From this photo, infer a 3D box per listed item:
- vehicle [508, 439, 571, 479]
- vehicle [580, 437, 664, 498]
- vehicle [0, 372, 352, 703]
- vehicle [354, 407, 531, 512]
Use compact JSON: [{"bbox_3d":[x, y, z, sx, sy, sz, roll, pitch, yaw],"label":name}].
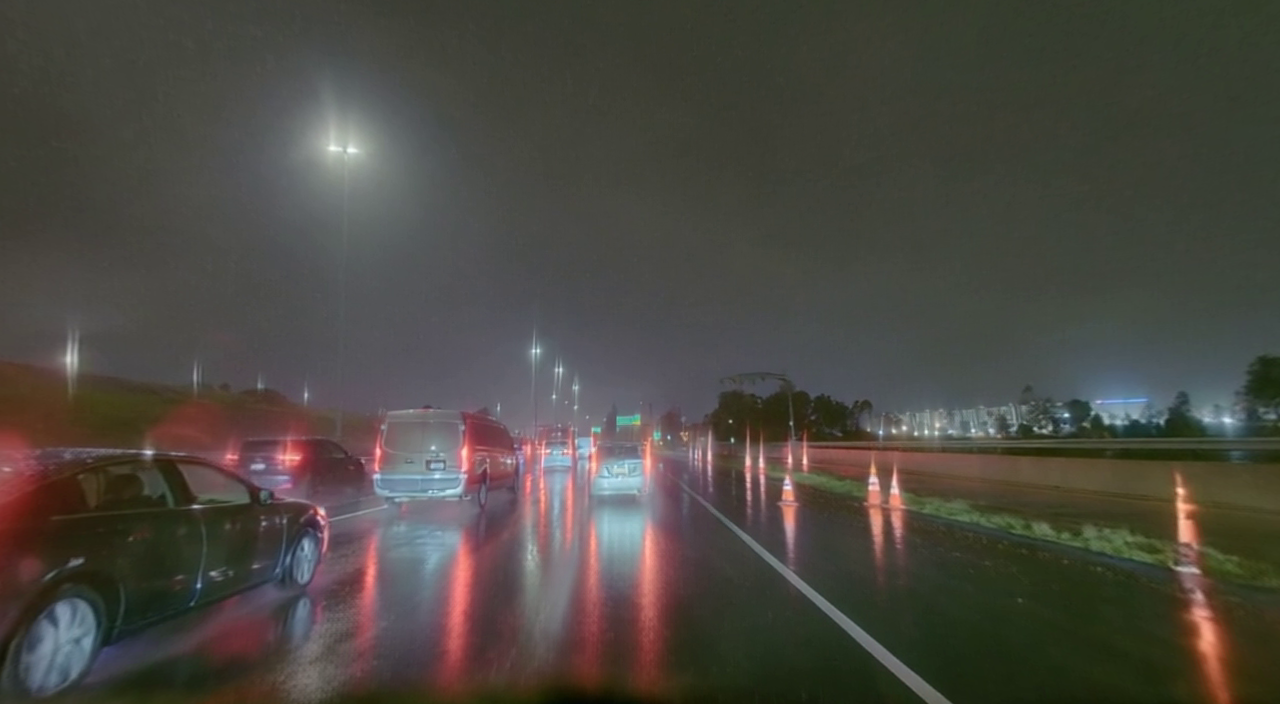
[{"bbox_3d":[-3.975,4.296,25.582,1.824,1.459,4.007,0,-9,1],"label":"vehicle"},{"bbox_3d":[-0.468,3.148,17.548,2.069,1.484,3.918,0,-9,-1],"label":"vehicle"},{"bbox_3d":[-3.820,1.050,3.777,2.041,1.604,4.384,0,-9,1],"label":"vehicle"},{"bbox_3d":[-4.284,2.490,15.044,2.324,2.012,5.740,0,-9,0],"label":"vehicle"}]
